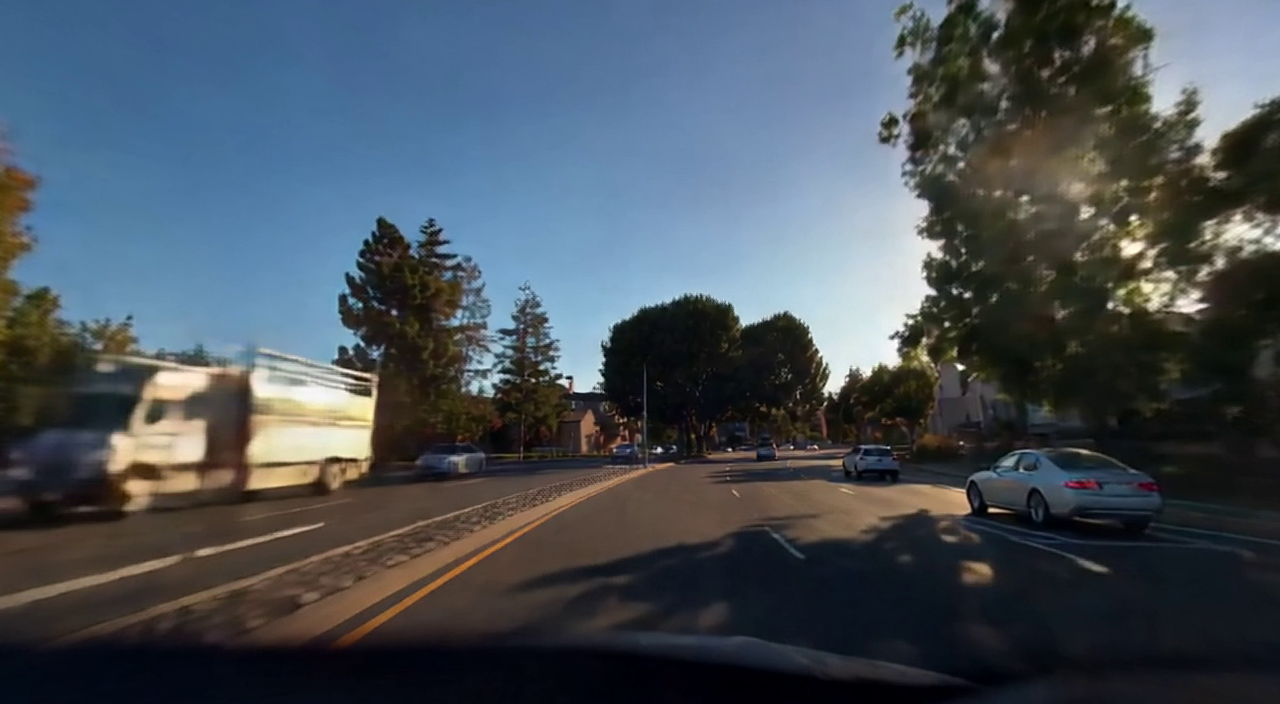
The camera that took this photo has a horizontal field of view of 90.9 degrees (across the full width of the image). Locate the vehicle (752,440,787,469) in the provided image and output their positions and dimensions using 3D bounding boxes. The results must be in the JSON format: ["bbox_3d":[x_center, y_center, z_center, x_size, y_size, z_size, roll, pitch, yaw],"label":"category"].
[{"bbox_3d":[8.192,6.512,40.208,1.991,1.684,4.127,-2,-8,9],"label":"vehicle"}]

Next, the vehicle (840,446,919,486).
[{"bbox_3d":[9.649,4.584,25.764,1.855,1.444,4.389,-1,-8,6],"label":"vehicle"}]

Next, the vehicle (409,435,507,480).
[{"bbox_3d":[-7.159,4.207,25.362,2.126,1.637,4.509,-1,-8,7],"label":"vehicle"}]

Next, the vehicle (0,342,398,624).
[{"bbox_3d":[-5.257,1.427,7.862,2.334,2.214,5.724,0,-8,-2],"label":"vehicle"}]

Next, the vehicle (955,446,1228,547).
[{"bbox_3d":[7.487,2.373,11.155,1.783,1.386,4.433,-1,-8,4],"label":"vehicle"}]
